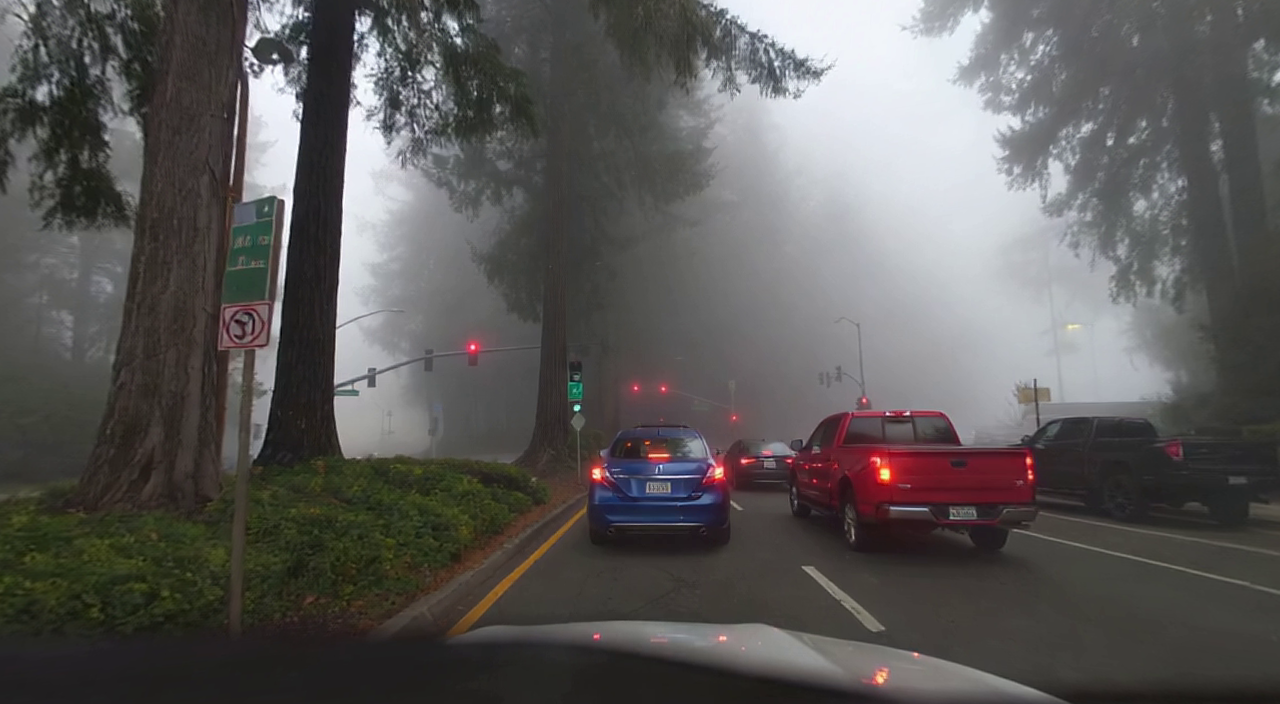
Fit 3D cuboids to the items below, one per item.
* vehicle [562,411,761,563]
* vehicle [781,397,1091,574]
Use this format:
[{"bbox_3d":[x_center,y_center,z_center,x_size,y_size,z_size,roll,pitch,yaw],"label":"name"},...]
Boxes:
[{"bbox_3d":[0.242,1.776,8.966,2.168,1.641,4.039,0,-8,0],"label":"vehicle"},{"bbox_3d":[3.392,1.628,8.400,2.099,1.725,4.290,0,-8,1],"label":"vehicle"}]
